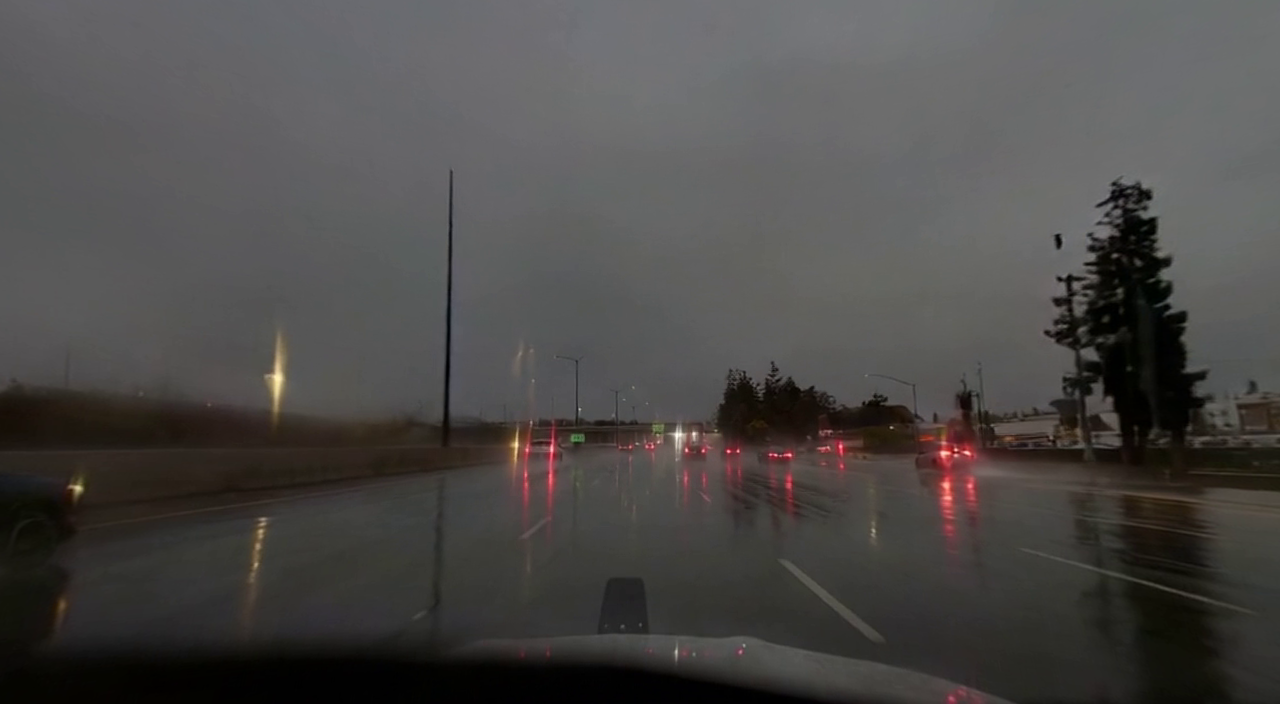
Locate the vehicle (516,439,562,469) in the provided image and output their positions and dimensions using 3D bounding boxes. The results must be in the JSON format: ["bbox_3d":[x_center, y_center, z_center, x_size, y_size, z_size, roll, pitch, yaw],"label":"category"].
[{"bbox_3d":[-6.298,6.370,39.541,2.091,1.746,4.437,0,-8,1],"label":"vehicle"}]

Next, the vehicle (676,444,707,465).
[{"bbox_3d":[3.771,7.558,46.381,1.950,1.453,3.378,0,-8,-1],"label":"vehicle"}]
